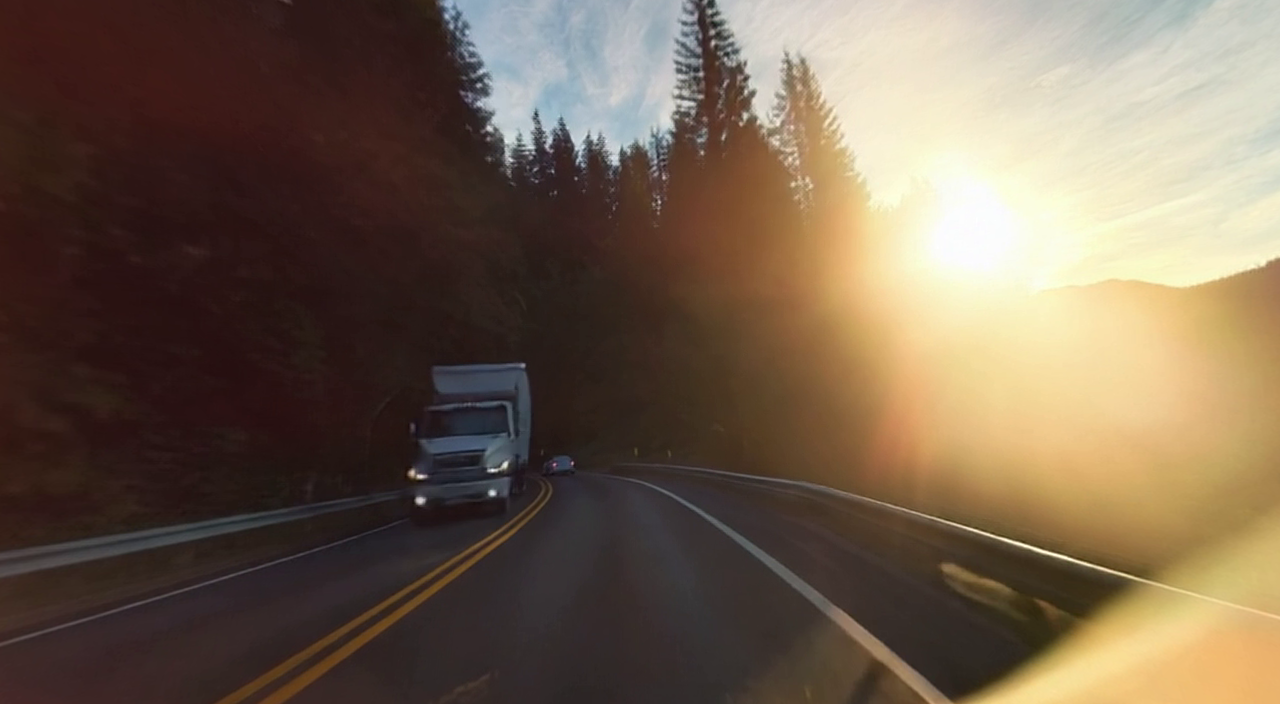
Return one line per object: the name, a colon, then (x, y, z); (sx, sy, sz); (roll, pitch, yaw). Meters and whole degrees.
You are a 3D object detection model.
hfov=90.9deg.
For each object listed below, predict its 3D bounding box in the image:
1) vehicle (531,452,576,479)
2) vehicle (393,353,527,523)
vehicle: (-5.369, 6.916, 38.717); (2.120, 1.491, 4.349); (2, -9, -16)
vehicle: (-5.623, 3.015, 21.972); (2.999, 4.301, 11.457); (1, -9, -9)
